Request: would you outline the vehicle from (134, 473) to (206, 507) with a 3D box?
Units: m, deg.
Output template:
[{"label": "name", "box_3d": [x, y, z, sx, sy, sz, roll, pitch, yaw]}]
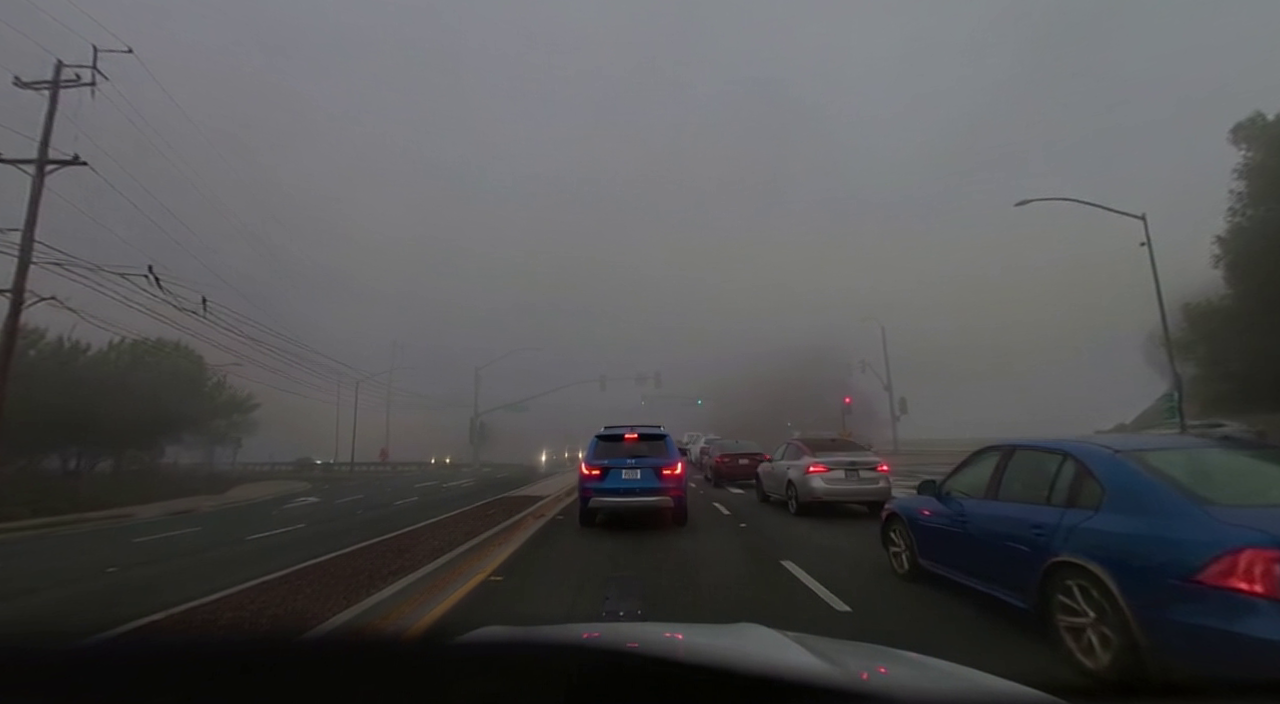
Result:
[{"label": "vehicle", "box_3d": [-26.191, 7.663, 35.182, 3.826, 1.522, 1.741, -3, -9, 30]}]

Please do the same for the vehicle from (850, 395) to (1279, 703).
[{"label": "vehicle", "box_3d": [3.309, 1.230, 4.623, 1.984, 1.462, 4.513, 0, -9, 0]}]

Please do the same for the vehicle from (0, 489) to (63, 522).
[{"label": "vehicle", "box_3d": [-33.301, 8.114, 33.367, 3.637, 1.483, 2.007, -1, -9, 0]}]

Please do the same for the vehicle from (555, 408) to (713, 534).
[{"label": "vehicle", "box_3d": [-0.126, 2.059, 11.432, 2.300, 1.821, 4.254, 0, -9, -1]}]

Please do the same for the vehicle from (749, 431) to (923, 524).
[{"label": "vehicle", "box_3d": [3.530, 2.352, 12.408, 1.952, 1.477, 4.417, 0, -9, -1]}]
